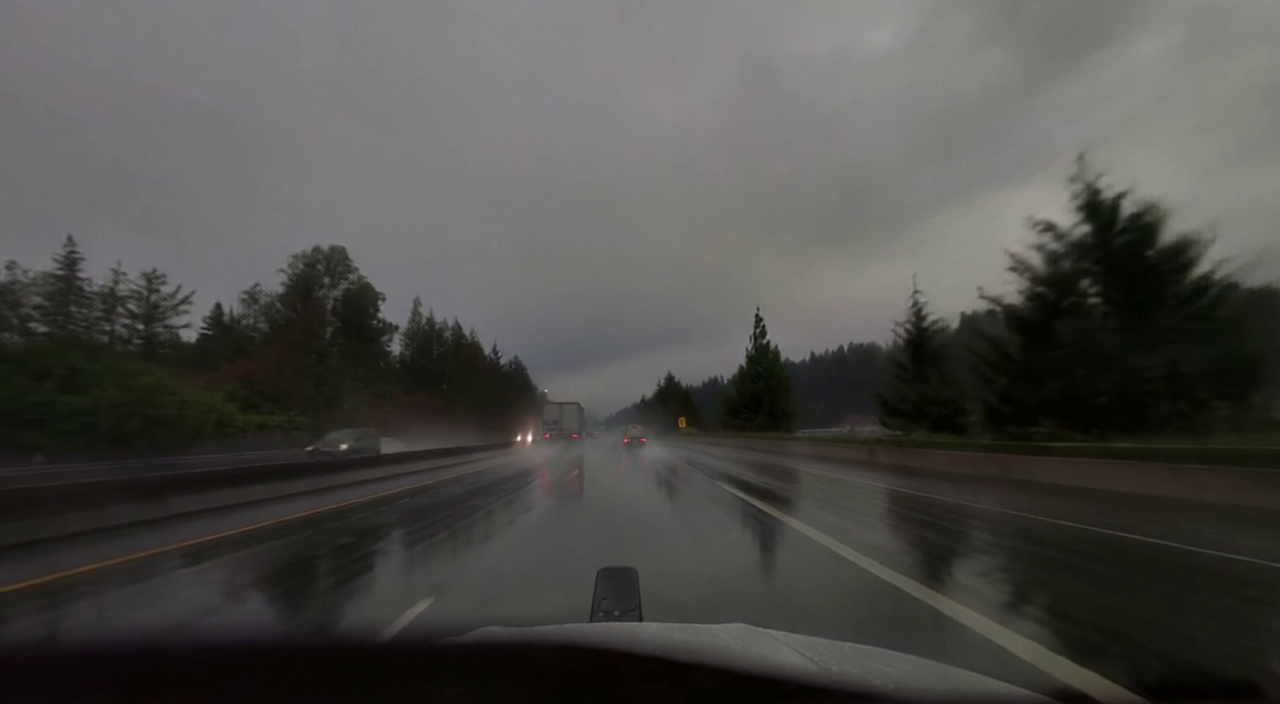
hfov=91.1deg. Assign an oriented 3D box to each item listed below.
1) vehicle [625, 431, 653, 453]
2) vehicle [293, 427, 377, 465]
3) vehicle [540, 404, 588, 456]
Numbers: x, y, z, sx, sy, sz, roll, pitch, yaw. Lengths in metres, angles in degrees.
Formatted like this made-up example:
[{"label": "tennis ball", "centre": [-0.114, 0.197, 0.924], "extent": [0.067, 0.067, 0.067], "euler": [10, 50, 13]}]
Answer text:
[{"label": "vehicle", "centre": [-0.104, 6.610, 46.269], "extent": [1.988, 1.472, 3.716], "euler": [0, -8, -2]}, {"label": "vehicle", "centre": [-17.009, 5.252, 35.426], "extent": [2.321, 2.002, 4.830], "euler": [0, -8, -1]}, {"label": "vehicle", "centre": [-4.846, 5.148, 41.230], "extent": [2.450, 3.098, 6.965], "euler": [0, -8, -1]}]
